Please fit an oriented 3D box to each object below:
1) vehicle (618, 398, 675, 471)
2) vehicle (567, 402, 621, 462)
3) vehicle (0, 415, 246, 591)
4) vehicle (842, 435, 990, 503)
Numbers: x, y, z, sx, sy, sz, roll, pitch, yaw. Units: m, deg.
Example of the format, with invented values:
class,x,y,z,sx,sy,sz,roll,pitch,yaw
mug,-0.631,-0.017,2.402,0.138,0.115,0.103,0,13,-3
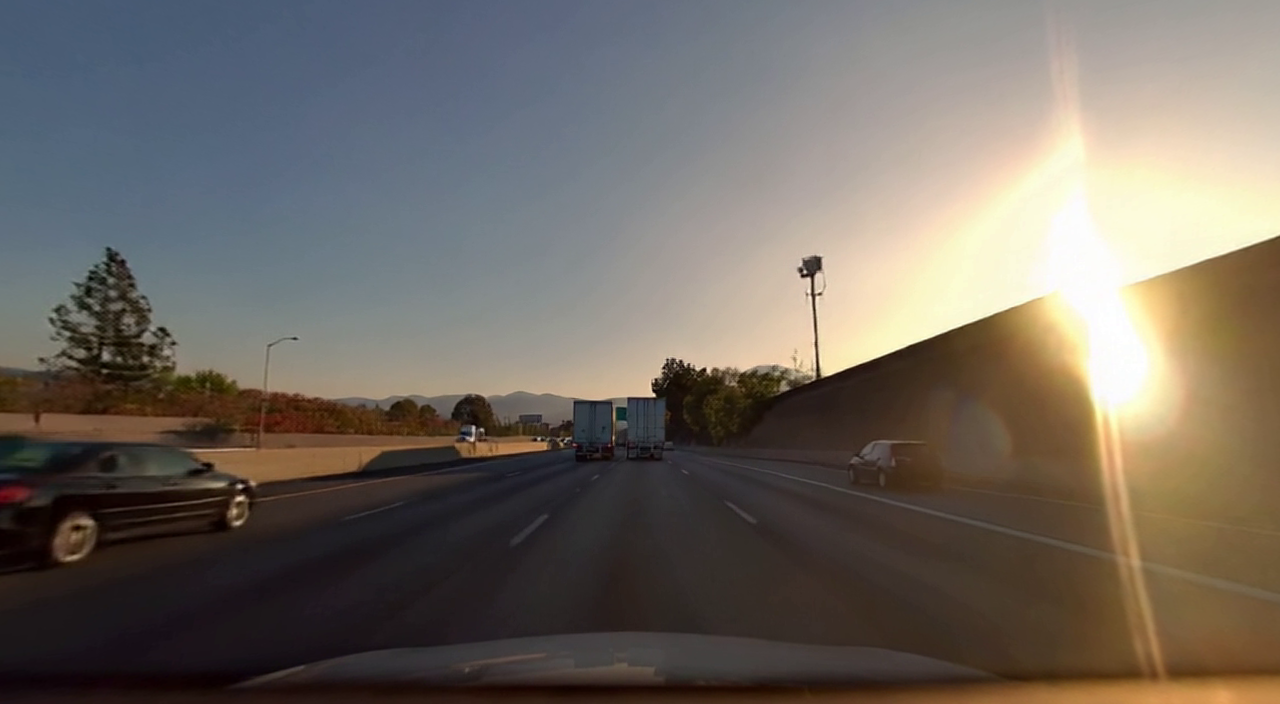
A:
class,x,y,z,sx,sy,sz,roll,pitch,yaw
vehicle,0.311,4.997,39.905,3.054,3.944,11.230,0,-5,0
vehicle,-3.230,6.064,47.439,2.962,3.947,11.574,0,-8,1
vehicle,-6.664,1.470,6.621,1.992,1.547,4.673,0,-8,0
vehicle,7.181,3.045,17.024,1.969,1.560,4.394,0,-8,-1
